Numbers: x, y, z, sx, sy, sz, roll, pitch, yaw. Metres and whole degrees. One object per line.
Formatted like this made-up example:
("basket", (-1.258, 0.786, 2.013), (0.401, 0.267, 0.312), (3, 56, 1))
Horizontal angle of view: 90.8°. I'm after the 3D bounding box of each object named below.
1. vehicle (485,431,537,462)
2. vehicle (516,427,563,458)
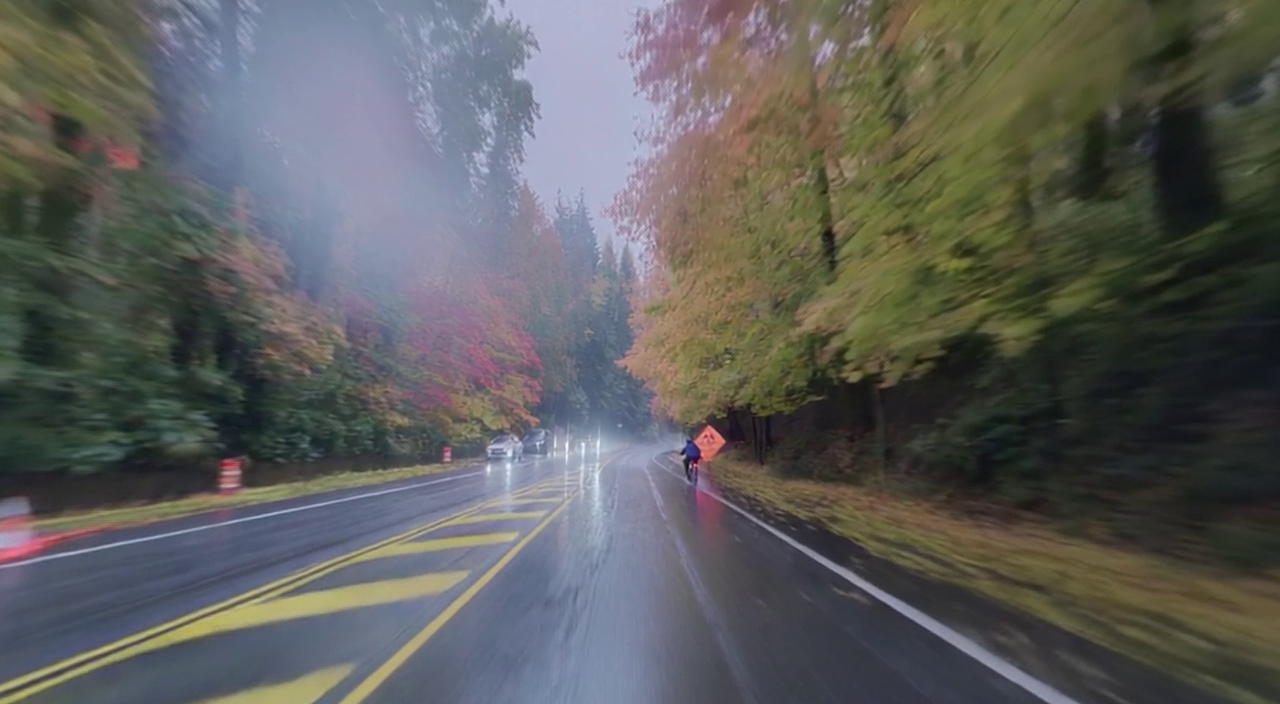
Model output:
("vehicle", (-7.950, 5.835, 39.247), (1.991, 1.759, 4.443), (-3, -8, 4))
("vehicle", (-7.385, 6.743, 47.085), (2.312, 2.075, 5.748), (-3, -9, 2))
